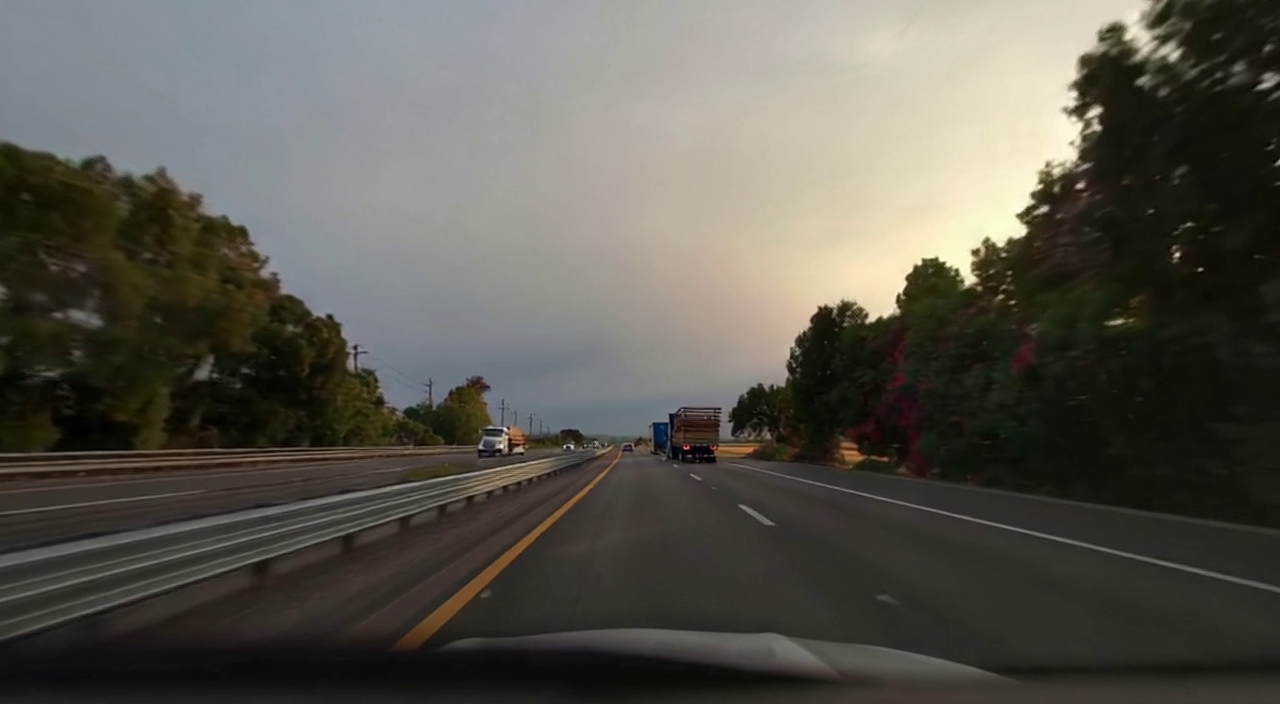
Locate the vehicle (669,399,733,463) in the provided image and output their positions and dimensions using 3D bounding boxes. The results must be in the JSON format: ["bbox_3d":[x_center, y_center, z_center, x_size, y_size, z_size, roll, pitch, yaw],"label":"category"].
[{"bbox_3d":[3.942,5.720,44.339,3.278,3.788,13.133,0,-8,0],"label":"vehicle"}]
